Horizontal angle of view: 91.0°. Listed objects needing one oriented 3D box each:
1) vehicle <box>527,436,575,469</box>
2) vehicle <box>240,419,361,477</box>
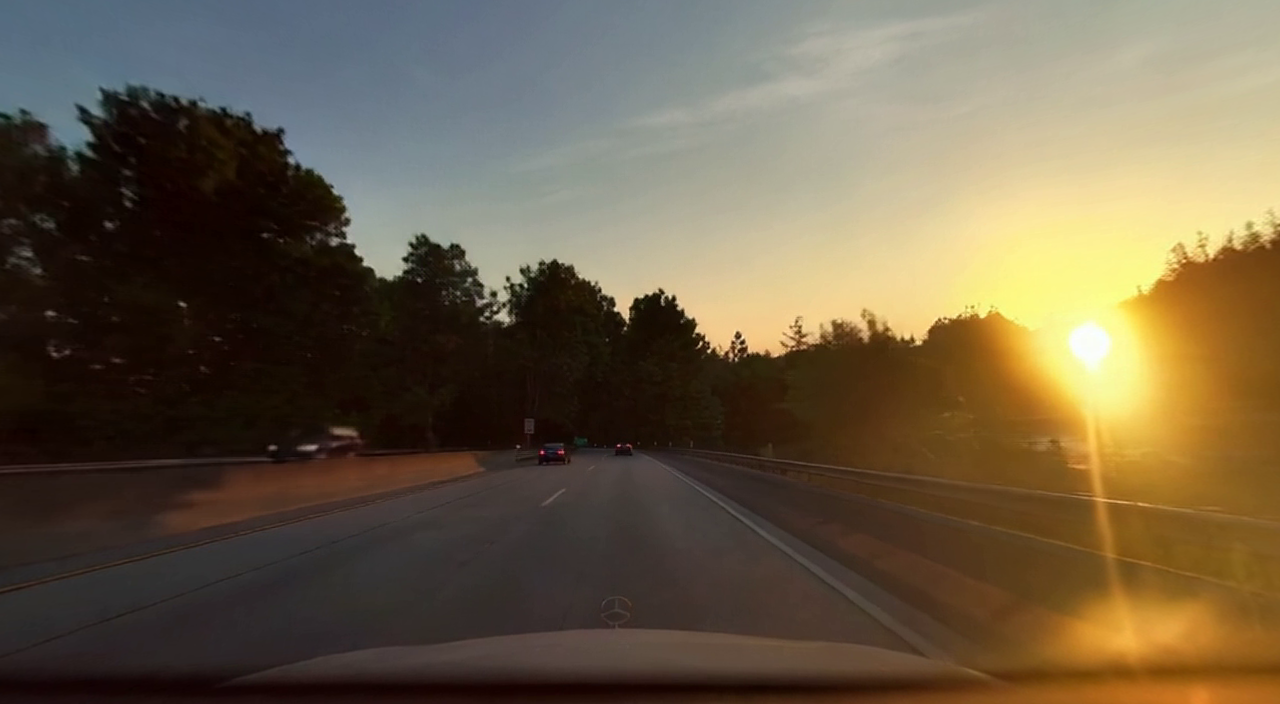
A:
[{"bbox_3d":[-4.828,5.511,34.764,2.111,1.645,4.382,0,-8,-1],"label":"vehicle"},{"bbox_3d":[-14.243,4.064,26.850,2.491,2.189,4.822,0,-8,0],"label":"vehicle"}]
